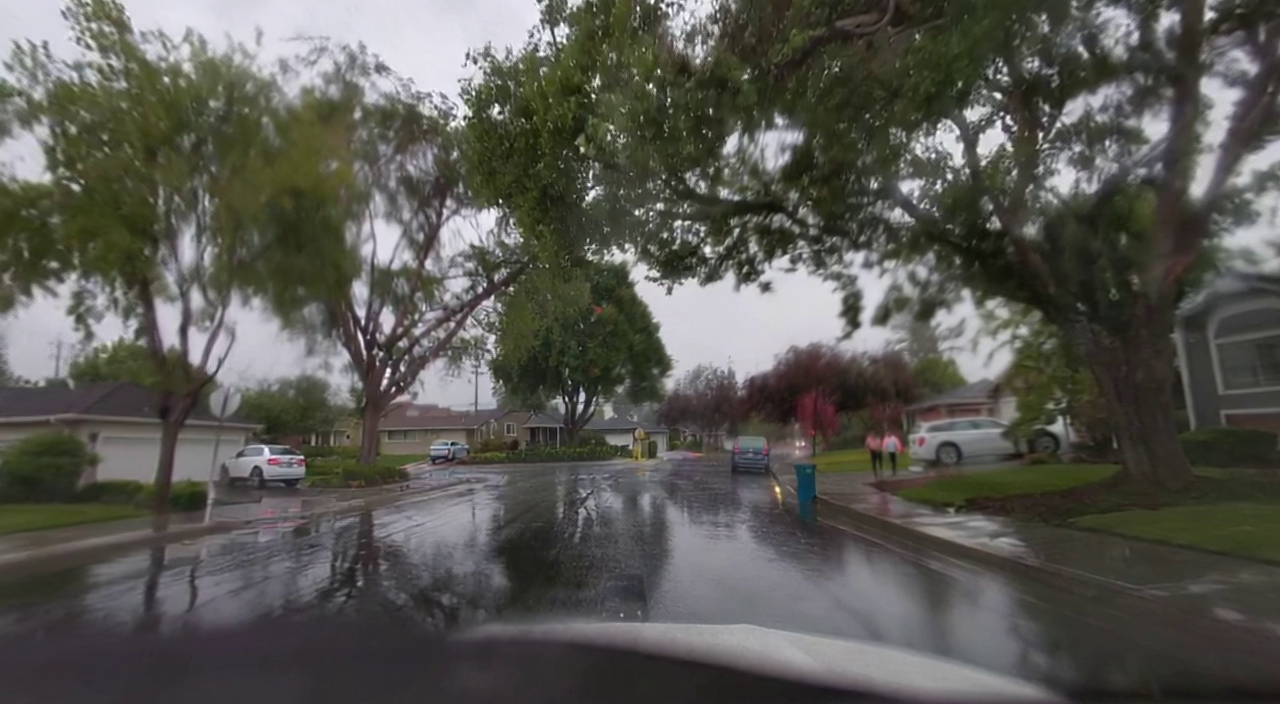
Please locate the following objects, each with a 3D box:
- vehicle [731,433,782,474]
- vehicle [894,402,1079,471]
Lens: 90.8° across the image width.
[{"bbox_3d":[5.562,4.778,29.868,2.053,1.737,4.375,-2,-9,14],"label":"vehicle"},{"bbox_3d":[11.450,2.854,21.213,4.780,1.765,2.103,-6,-9,3],"label":"vehicle"}]
